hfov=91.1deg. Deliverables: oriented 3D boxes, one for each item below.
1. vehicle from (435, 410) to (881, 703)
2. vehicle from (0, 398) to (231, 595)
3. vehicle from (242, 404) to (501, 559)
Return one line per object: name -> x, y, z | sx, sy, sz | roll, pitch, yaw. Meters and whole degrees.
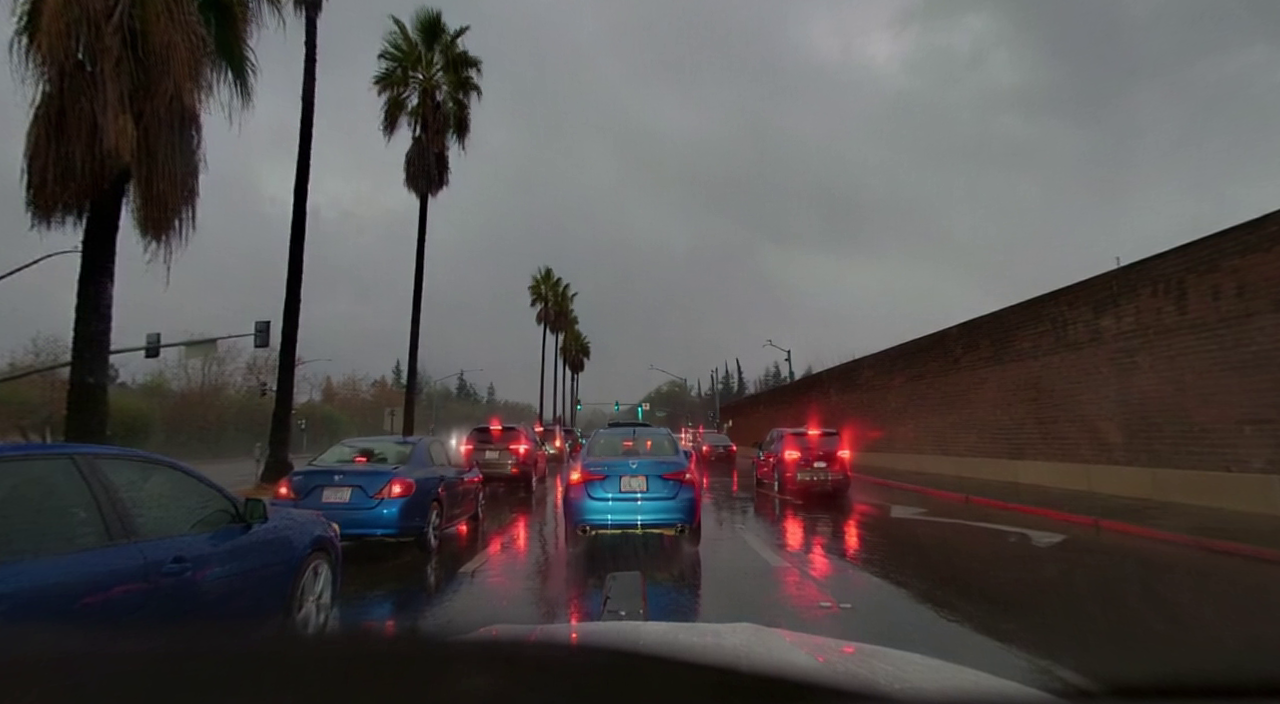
vehicle -> 0.045, 1.340, 5.200 | 2.128, 1.473, 4.272 | 0, -8, -1
vehicle -> -6.666, 1.406, 6.386 | 1.963, 1.721, 4.662 | 0, -8, -2
vehicle -> -3.513, 1.779, 9.276 | 2.055, 1.746, 4.136 | 0, -8, -1
